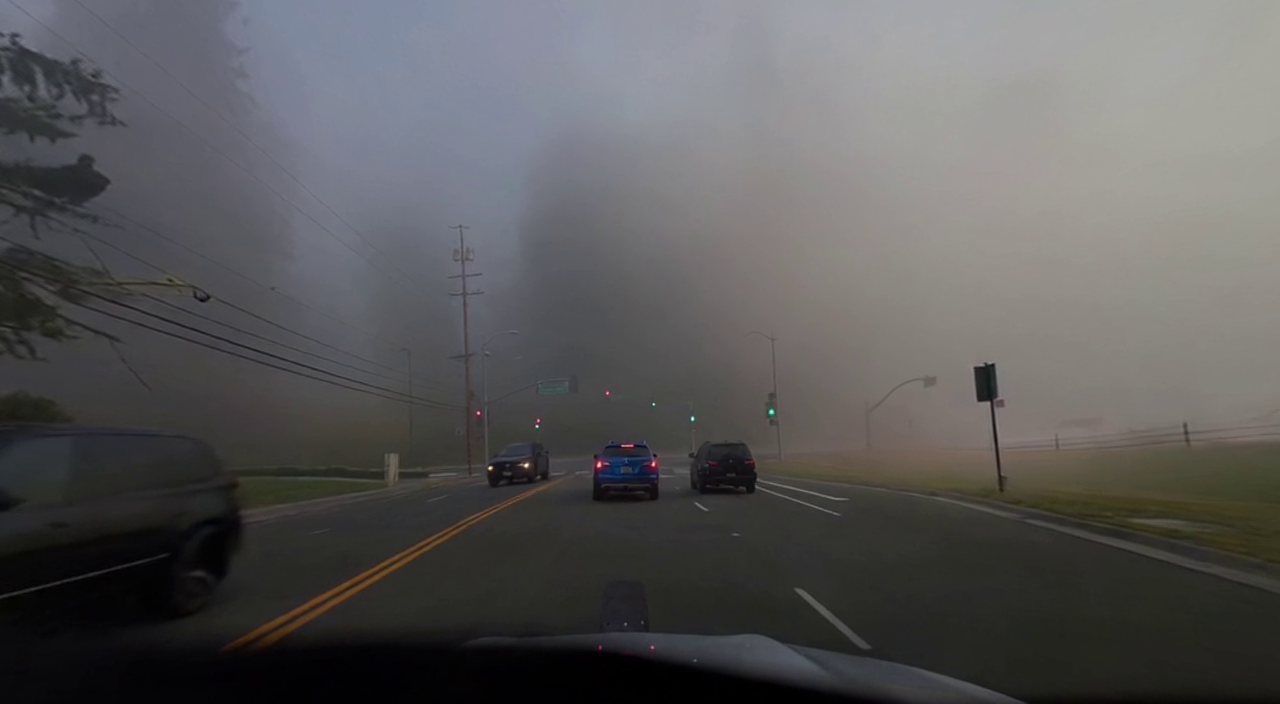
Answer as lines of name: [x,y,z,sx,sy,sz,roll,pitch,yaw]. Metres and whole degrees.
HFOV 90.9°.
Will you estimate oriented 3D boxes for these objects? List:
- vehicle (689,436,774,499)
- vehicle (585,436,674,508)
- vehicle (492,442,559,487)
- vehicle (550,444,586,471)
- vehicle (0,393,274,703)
vehicle: [2.778,3.626,20.236,1.967,1.756,4.281,0,-8,-2]
vehicle: [-0.278,3.212,17.354,2.151,1.695,4.100,0,-8,-1]
vehicle: [-5.214,5.189,29.479,2.197,1.882,4.973,0,-8,0]
vehicle: [-5.629,8.320,49.953,2.292,1.995,4.751,0,-8,0]
vehicle: [-4.474,1.182,3.938,2.063,1.727,3.923,0,-8,-2]
